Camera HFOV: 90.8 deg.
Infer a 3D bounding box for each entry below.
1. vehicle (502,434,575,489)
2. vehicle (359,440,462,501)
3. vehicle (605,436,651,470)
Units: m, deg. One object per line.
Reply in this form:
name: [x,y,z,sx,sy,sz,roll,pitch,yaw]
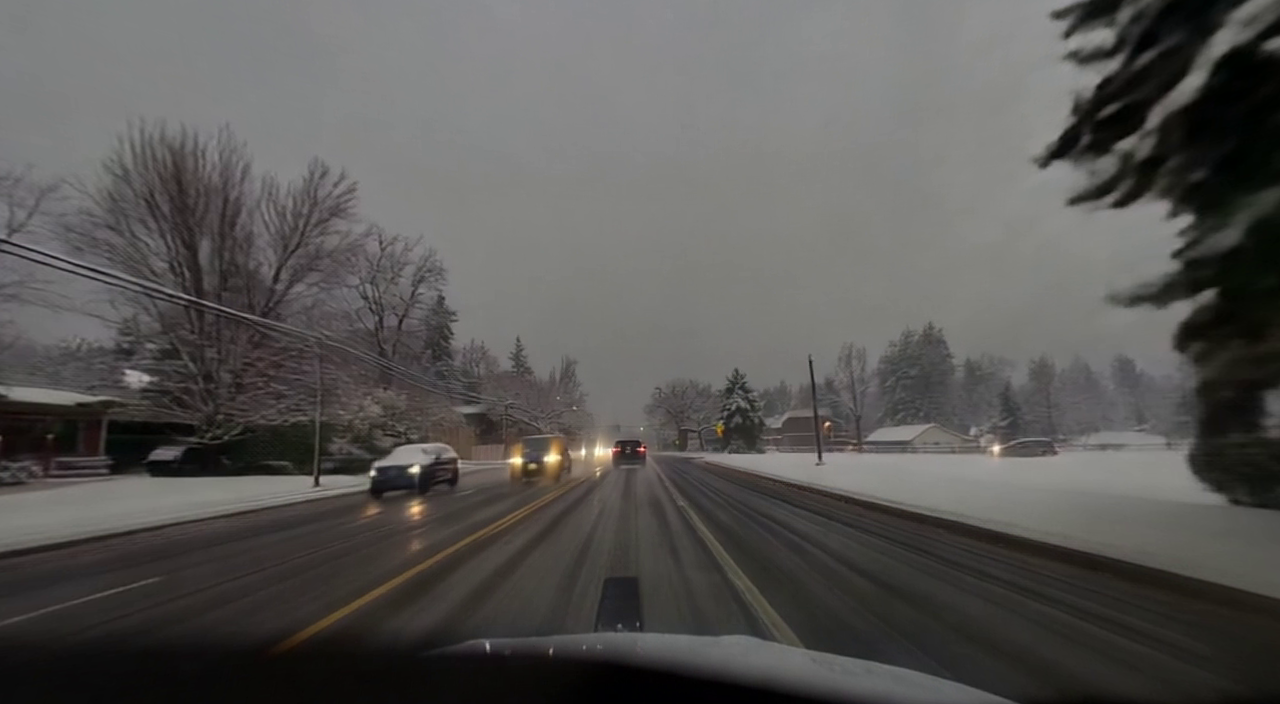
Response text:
vehicle: [-3.716,4.101,23.960,1.991,1.794,4.572,-2,-9,0]
vehicle: [-7.744,4.009,21.749,1.978,1.744,4.301,-4,-9,-1]
vehicle: [-0.654,6.150,38.432,2.554,1.902,5.329,0,-9,1]
